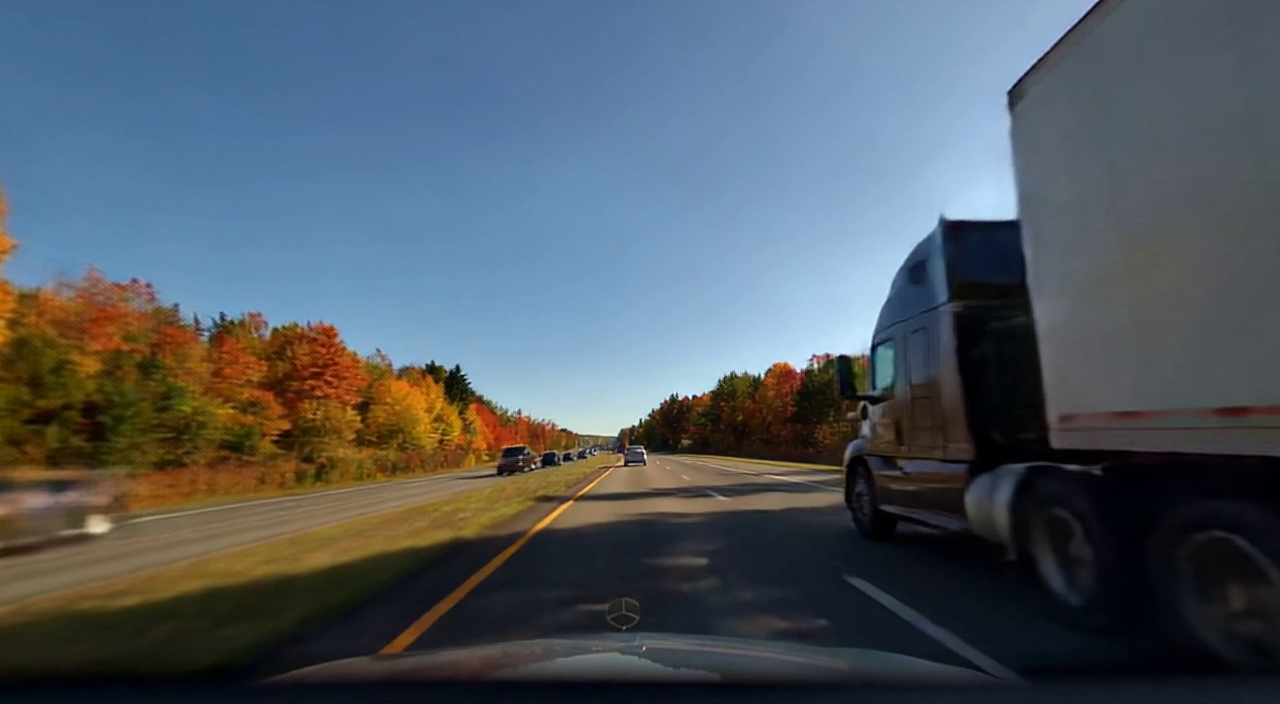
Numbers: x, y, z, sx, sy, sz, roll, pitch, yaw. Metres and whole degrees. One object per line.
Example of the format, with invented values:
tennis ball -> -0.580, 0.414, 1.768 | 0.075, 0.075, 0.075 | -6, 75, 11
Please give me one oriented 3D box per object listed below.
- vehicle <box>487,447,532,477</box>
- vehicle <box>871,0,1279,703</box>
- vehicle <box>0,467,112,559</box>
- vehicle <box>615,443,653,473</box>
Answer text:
vehicle -> -9.363, 7.909, 45.334 | 2.221, 2.006, 4.849 | 0, -9, 0
vehicle -> 4.602, -0.552, 1.032 | 2.910, 4.090, 14.063 | 0, -9, -1
vehicle -> -13.330, 3.176, 12.245 | 1.999, 1.686, 4.588 | 0, -9, 0
vehicle -> -0.369, 6.403, 38.008 | 2.168, 1.705, 4.272 | 0, -9, -1
